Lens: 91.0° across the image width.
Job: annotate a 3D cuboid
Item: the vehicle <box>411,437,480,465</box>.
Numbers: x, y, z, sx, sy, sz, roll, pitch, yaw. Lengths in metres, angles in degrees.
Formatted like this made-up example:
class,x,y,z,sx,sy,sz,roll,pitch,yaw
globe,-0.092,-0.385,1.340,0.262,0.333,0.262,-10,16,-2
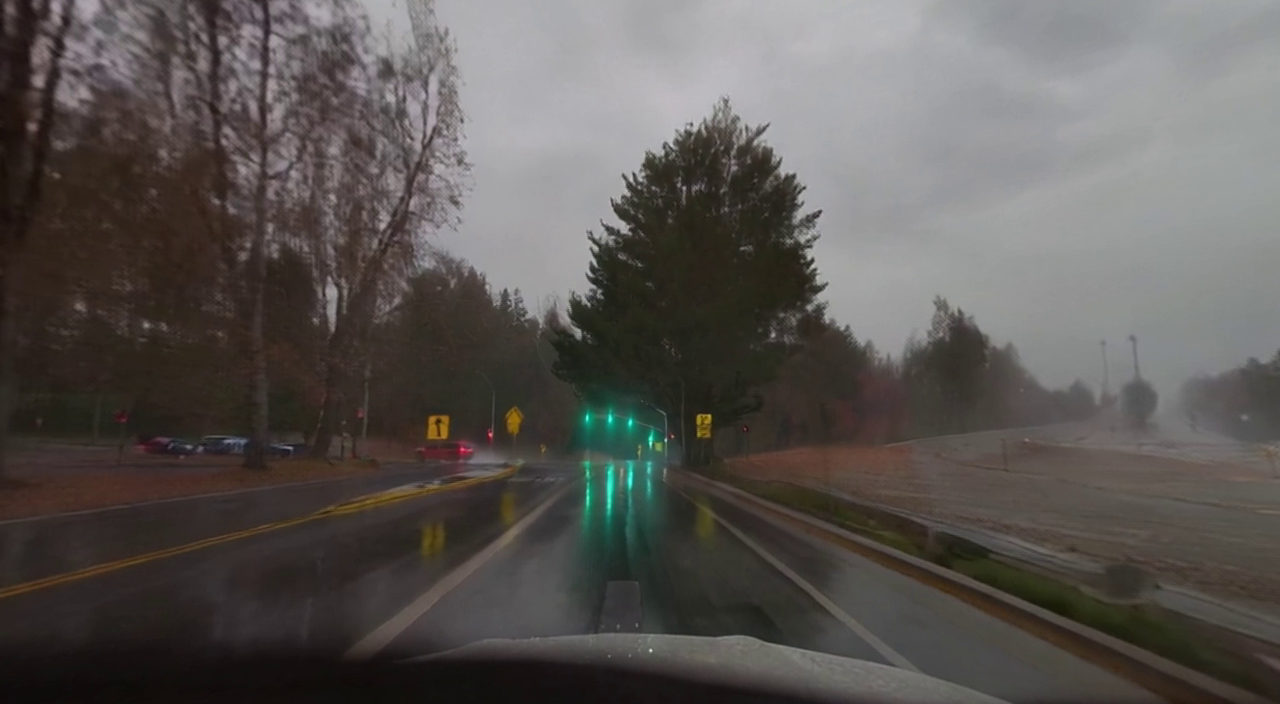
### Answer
class,x,y,z,sx,sy,sz,roll,pitch,yaw
vehicle,-14.667,7.478,47.656,4.529,1.976,2.002,8,-12,-42
